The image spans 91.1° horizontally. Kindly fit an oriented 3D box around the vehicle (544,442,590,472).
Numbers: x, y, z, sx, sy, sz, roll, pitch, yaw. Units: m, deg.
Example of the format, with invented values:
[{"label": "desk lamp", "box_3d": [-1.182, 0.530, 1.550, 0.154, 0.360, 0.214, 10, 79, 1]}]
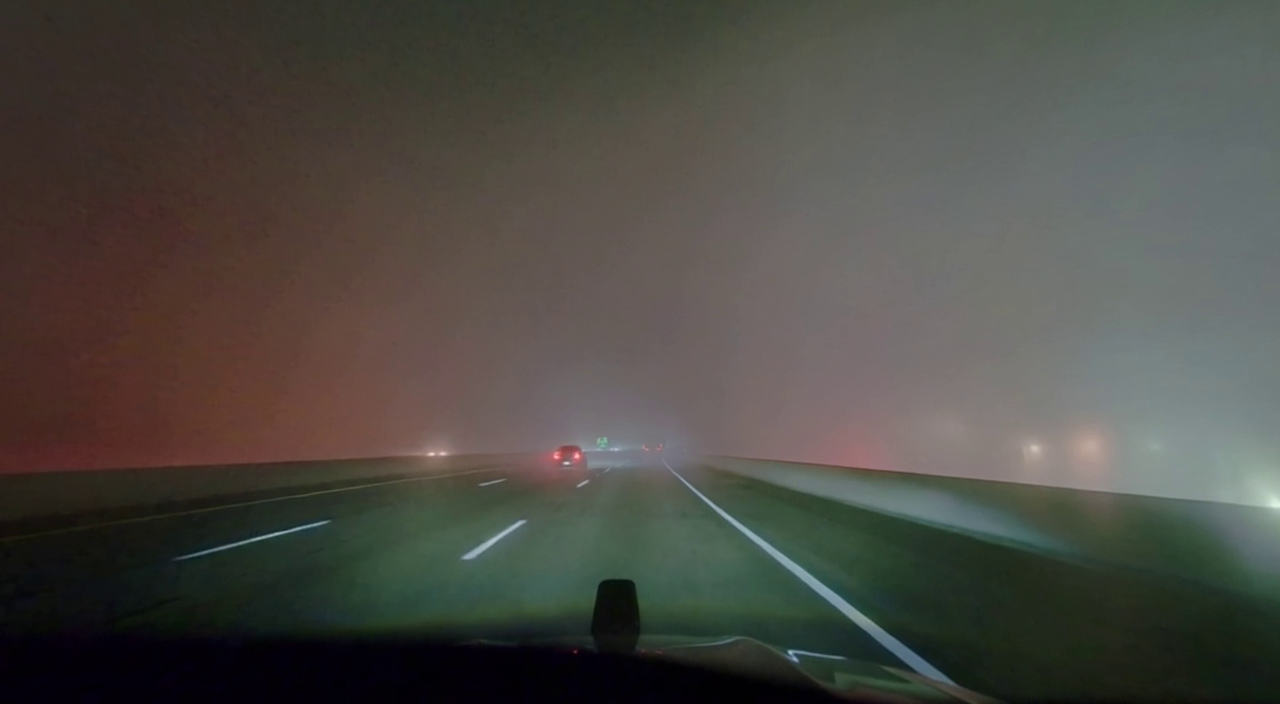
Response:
[{"label": "vehicle", "box_3d": [-4.090, 6.005, 36.064, 1.961, 1.540, 4.487, -1, -9, 2]}]
